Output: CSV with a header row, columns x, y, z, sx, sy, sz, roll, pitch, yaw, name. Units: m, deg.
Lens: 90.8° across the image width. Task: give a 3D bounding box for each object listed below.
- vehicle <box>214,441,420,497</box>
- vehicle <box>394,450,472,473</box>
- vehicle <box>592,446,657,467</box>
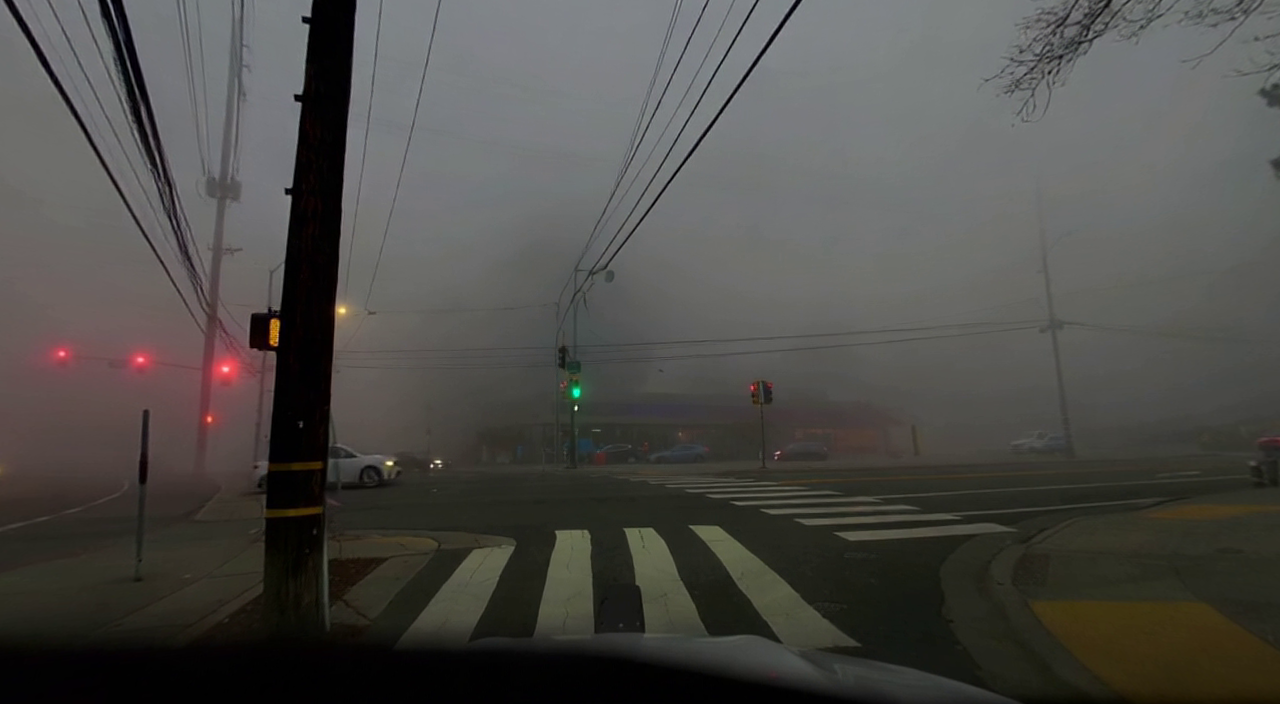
x,y,z,sx,sy,sz,roll,pitch,yaw,name
-8.903,3.230,17.645,4.799,1.438,1.899,-1,-8,6,vehicle
-14.077,7.430,43.014,4.837,1.407,1.818,4,-9,-26,vehicle
-1.138,7.547,45.835,4.391,1.451,1.717,4,-9,-25,vehicle
